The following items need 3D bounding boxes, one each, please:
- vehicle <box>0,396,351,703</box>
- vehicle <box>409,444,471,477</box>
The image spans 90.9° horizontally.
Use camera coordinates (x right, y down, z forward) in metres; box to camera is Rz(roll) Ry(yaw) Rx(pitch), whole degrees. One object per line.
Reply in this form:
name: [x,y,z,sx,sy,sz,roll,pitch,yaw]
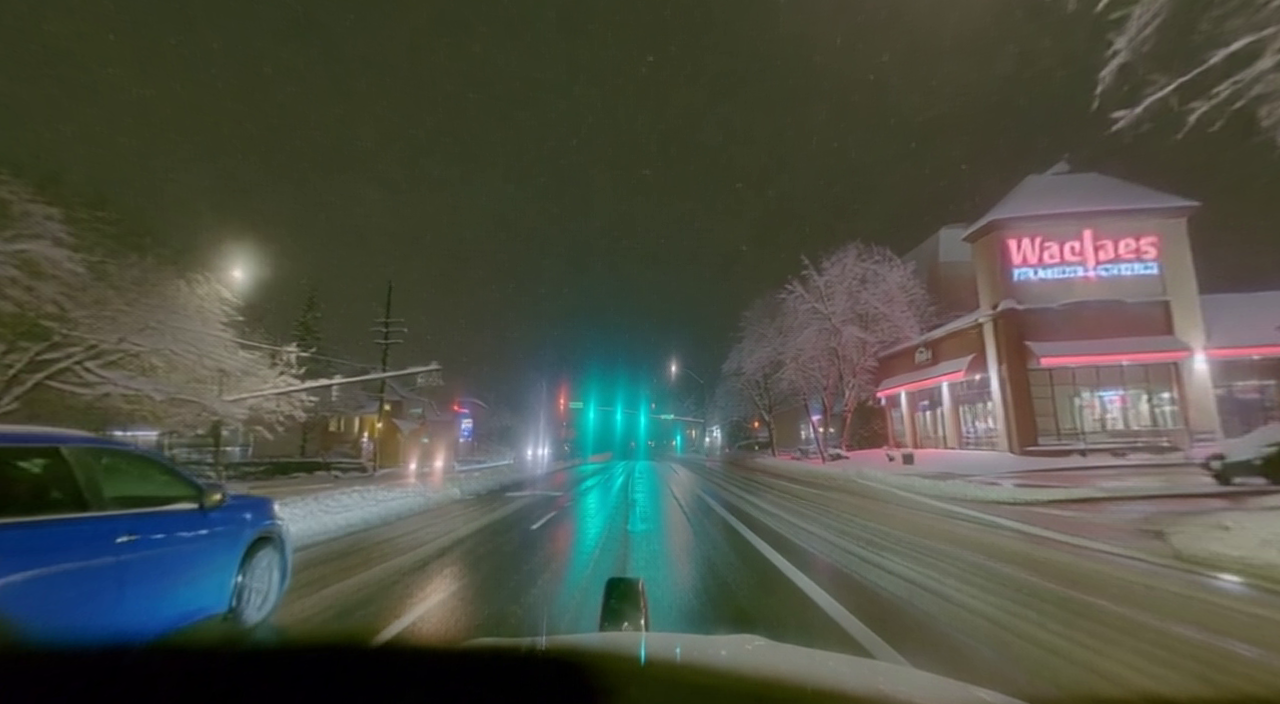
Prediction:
vehicle: [-3.036,0.874,1.929,2.082,1.460,4.636,0,-8,0]
vehicle: [-11.395,6.169,36.231,2.070,1.738,4.485,-1,-8,1]
